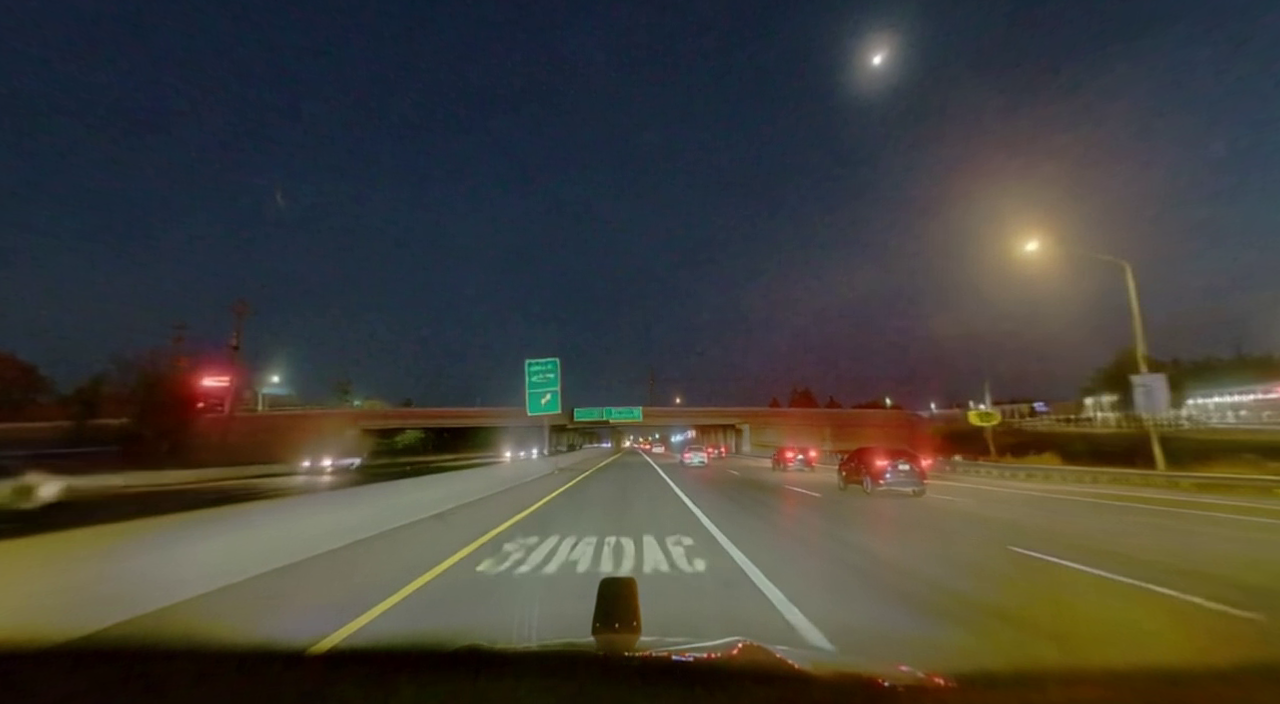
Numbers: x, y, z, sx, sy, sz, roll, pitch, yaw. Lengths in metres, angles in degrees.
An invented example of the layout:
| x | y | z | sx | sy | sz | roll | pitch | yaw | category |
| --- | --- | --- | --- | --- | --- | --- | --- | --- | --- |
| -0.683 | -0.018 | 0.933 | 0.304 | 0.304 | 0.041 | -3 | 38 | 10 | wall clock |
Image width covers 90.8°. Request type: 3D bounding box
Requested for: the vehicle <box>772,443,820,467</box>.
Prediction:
| x | y | z | sx | sy | sz | roll | pitch | yaw | category |
| --- | --- | --- | --- | --- | --- | --- | --- | --- | --- |
| 9.779 | 6.487 | 39.944 | 1.838 | 1.440 | 4.121 | 0 | -8 | -2 | vehicle |

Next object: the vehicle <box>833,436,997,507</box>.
| x | y | z | sx | sy | sz | roll | pitch | yaw | category |
| --- | --- | --- | --- | --- | --- | --- | --- | --- | --- |
| 6.567 | 2.884 | 15.764 | 1.952 | 1.489 | 4.483 | 0 | -8 | -2 | vehicle |

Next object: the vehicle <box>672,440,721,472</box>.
| x | y | z | sx | sy | sz | roll | pitch | yaw | category |
| --- | --- | --- | --- | --- | --- | --- | --- | --- | --- |
| 2.844 | 5.395 | 33.000 | 1.993 | 1.507 | 4.594 | 0 | -8 | -2 | vehicle |

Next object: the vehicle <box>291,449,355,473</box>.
| x | y | z | sx | sy | sz | roll | pitch | yaw | category |
| --- | --- | --- | --- | --- | --- | --- | --- | --- | --- |
| -21.059 | 7.250 | 42.195 | 1.836 | 1.481 | 4.514 | 0 | -8 | 1 | vehicle |
